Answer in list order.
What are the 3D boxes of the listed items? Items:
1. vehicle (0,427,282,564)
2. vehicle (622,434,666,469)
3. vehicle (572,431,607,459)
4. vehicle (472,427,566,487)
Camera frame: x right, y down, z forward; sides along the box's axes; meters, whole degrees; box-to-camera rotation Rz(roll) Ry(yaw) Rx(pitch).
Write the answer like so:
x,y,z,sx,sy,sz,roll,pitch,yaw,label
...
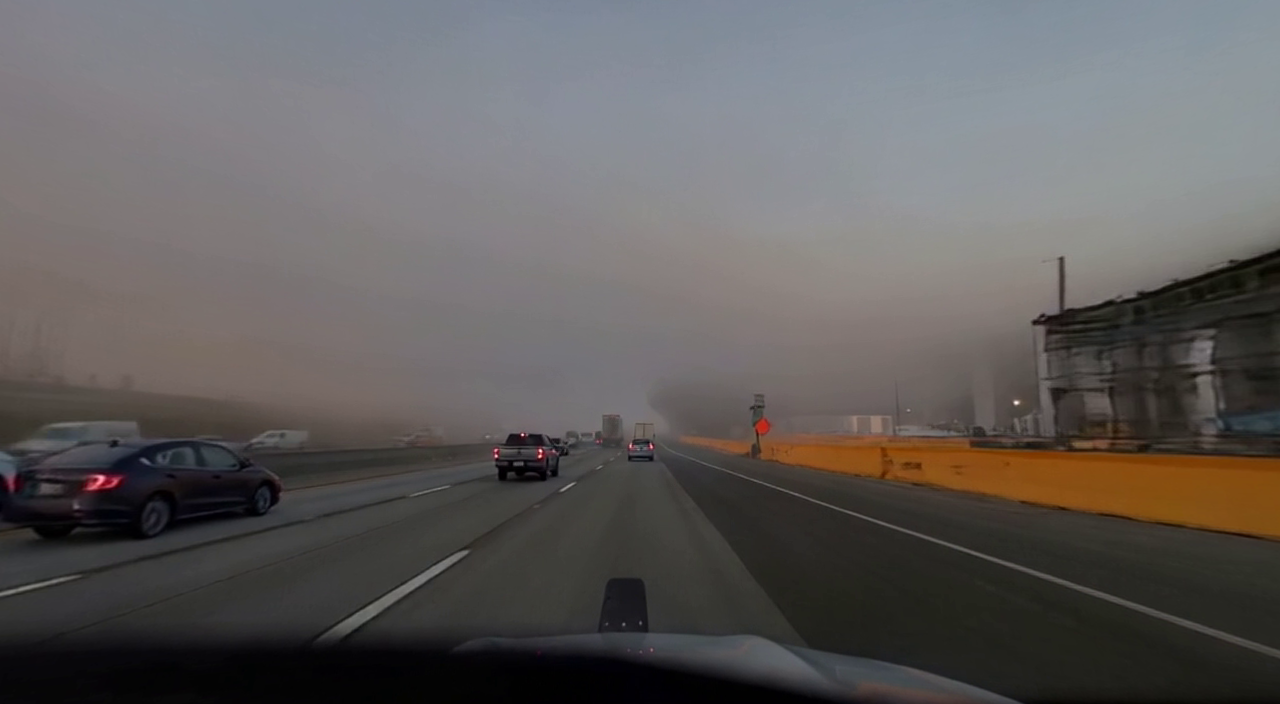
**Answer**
x,y,z,sx,sy,sz,roll,pitch,yaw,label
-7.449,1.878,9.107,1.949,1.476,4.410,0,-8,0,vehicle
0.193,5.048,32.236,2.136,1.678,4.052,0,-8,0,vehicle
-3.780,7.078,48.142,2.203,1.958,4.848,0,-8,1,vehicle
-3.807,3.399,20.739,2.108,1.740,4.549,0,-8,1,vehicle
